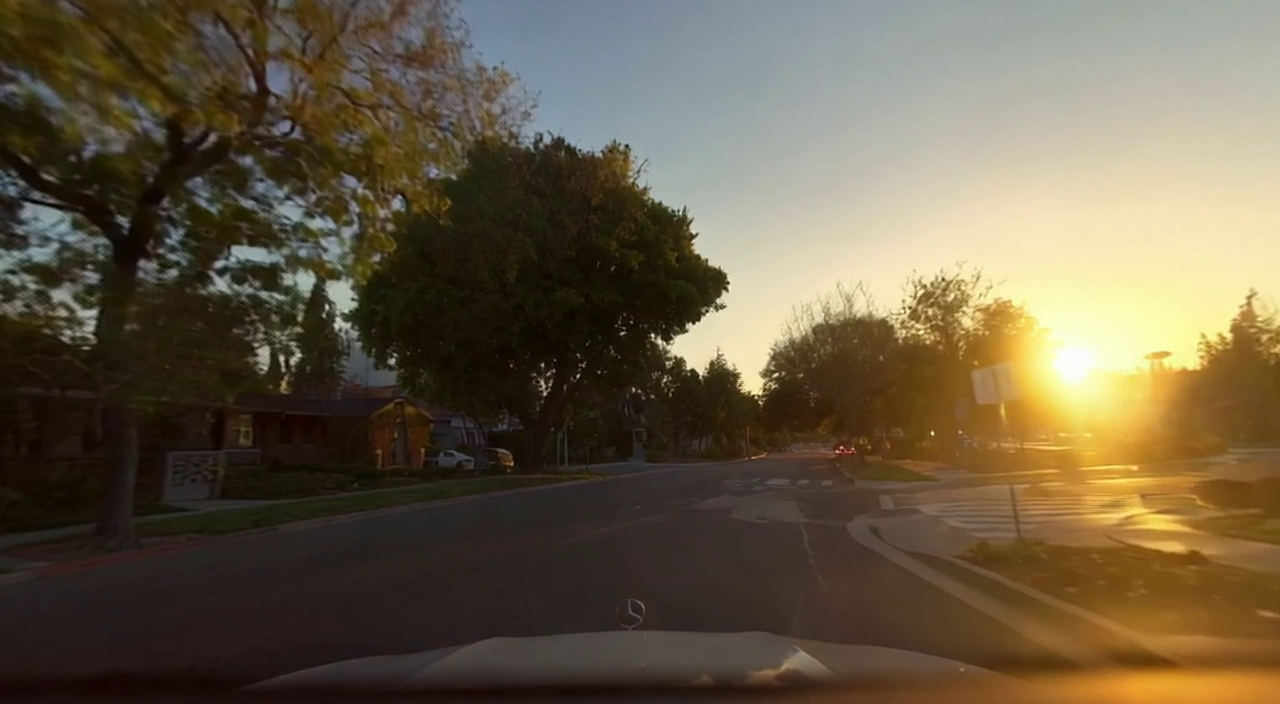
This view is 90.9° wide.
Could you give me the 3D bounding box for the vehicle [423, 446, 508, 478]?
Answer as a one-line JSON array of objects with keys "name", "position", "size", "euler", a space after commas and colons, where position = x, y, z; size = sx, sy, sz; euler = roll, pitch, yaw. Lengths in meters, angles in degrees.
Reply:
[{"name": "vehicle", "position": [-9.405, 5.964, 34.287], "size": [4.252, 1.681, 1.854], "euler": [2, -9, -10]}]
